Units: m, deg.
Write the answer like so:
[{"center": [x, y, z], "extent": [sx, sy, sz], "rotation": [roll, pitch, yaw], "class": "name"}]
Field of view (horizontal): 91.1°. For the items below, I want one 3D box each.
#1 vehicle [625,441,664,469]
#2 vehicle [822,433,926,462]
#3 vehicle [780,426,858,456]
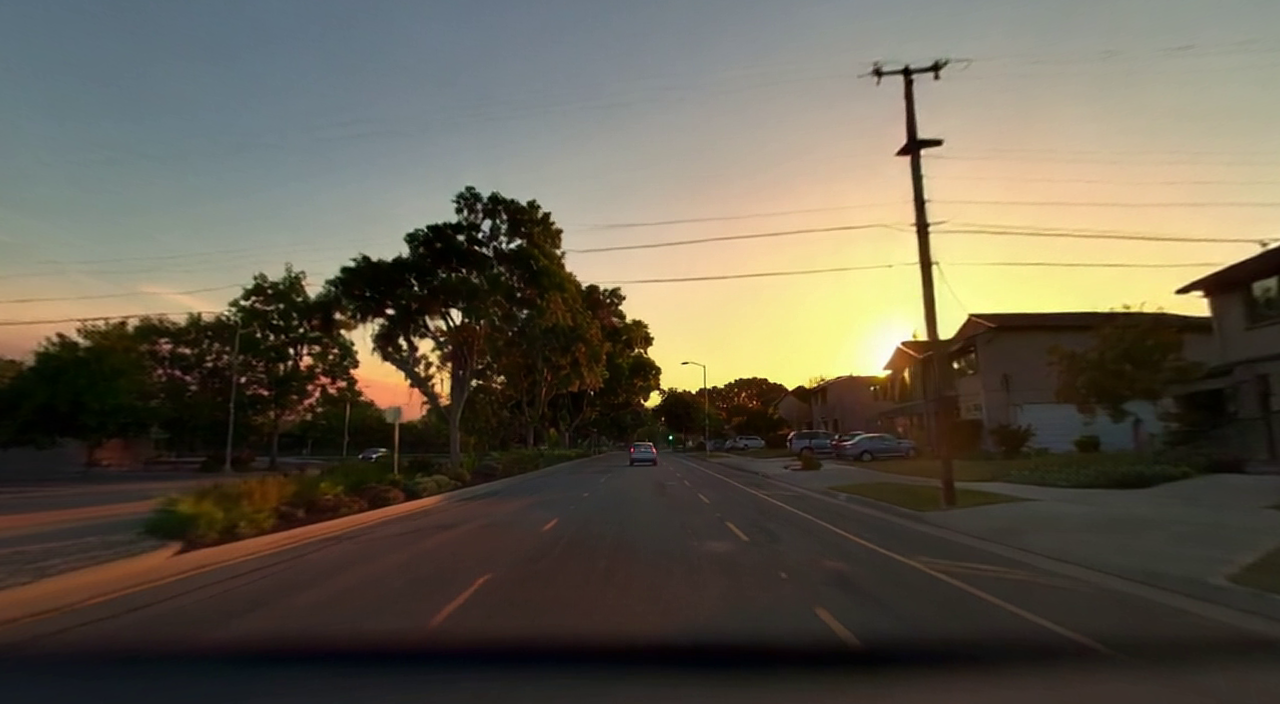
[{"center": [0.241, 5.787, 35.474], "extent": [2.054, 1.456, 4.003], "rotation": [0, -8, 0], "class": "vehicle"}, {"center": [12.450, 5.115, 33.630], "extent": [4.787, 1.494, 1.887], "rotation": [0, -8, 1], "class": "vehicle"}, {"center": [12.774, 6.412, 45.011], "extent": [4.923, 2.019, 1.985], "rotation": [-1, -9, 2], "class": "vehicle"}]
